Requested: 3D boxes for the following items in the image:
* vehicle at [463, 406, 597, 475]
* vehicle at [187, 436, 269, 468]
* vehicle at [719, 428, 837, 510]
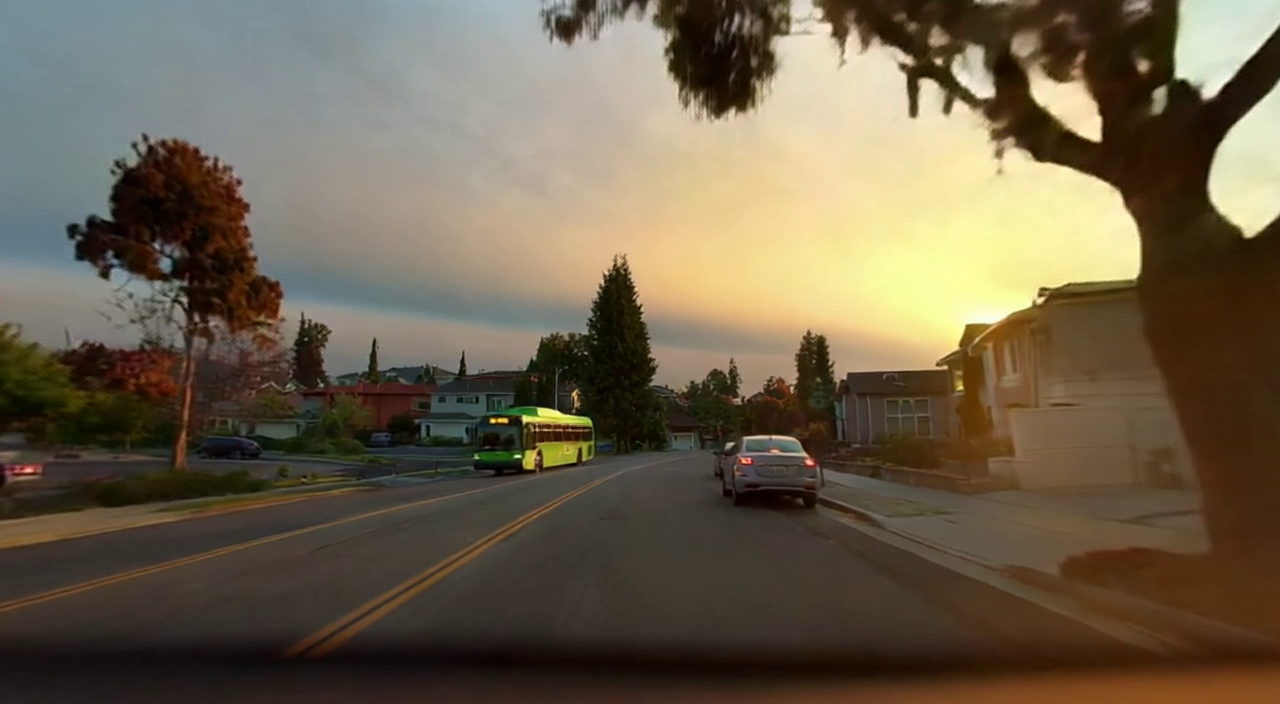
[{"bbox_3d":[-5.594,5.104,35.890,3.577,3.168,13.108,-1,-9,8],"label":"vehicle"},{"bbox_3d":[-24.422,5.973,37.696,2.006,1.766,4.685,1,-9,-5],"label":"vehicle"},{"bbox_3d":[2.972,2.623,14.548,1.984,1.601,3.994,-1,-9,3],"label":"vehicle"}]
